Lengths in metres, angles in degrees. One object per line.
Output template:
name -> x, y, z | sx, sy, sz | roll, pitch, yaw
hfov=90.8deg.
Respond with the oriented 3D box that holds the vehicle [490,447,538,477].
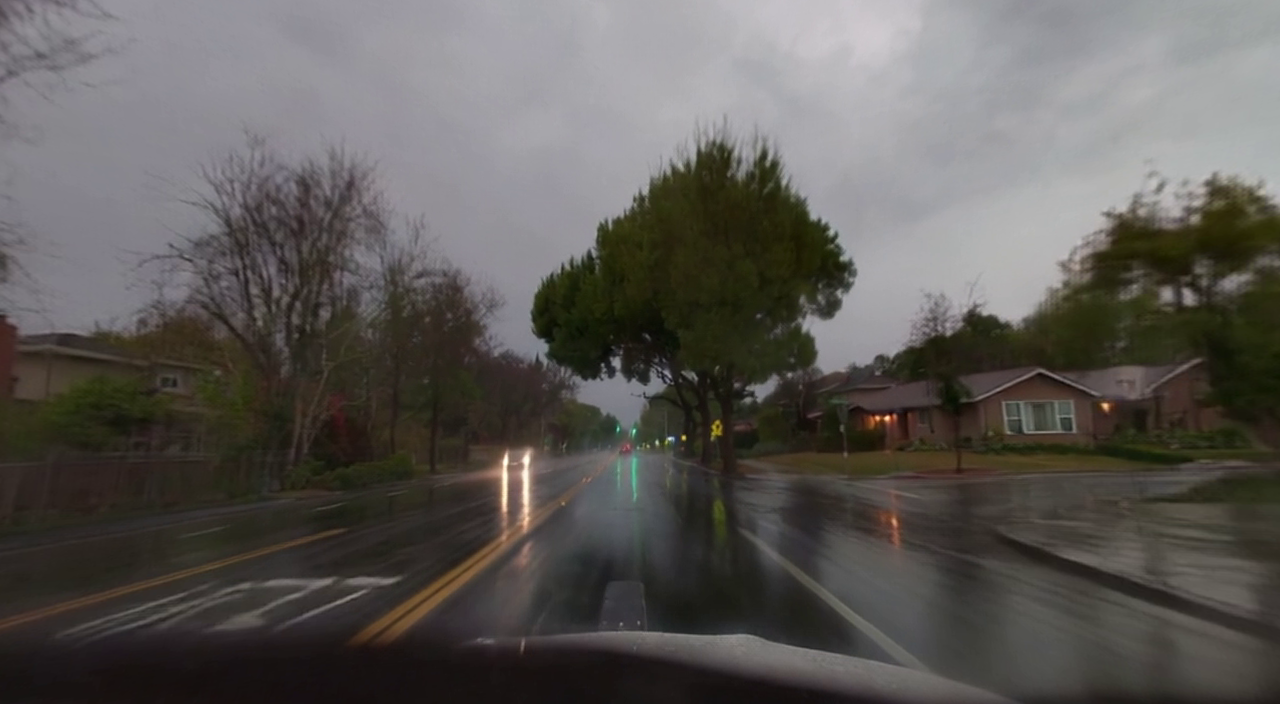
vehicle -> -7.492, 6.556, 38.007 | 1.994, 1.646, 4.276 | 0, -9, 0
